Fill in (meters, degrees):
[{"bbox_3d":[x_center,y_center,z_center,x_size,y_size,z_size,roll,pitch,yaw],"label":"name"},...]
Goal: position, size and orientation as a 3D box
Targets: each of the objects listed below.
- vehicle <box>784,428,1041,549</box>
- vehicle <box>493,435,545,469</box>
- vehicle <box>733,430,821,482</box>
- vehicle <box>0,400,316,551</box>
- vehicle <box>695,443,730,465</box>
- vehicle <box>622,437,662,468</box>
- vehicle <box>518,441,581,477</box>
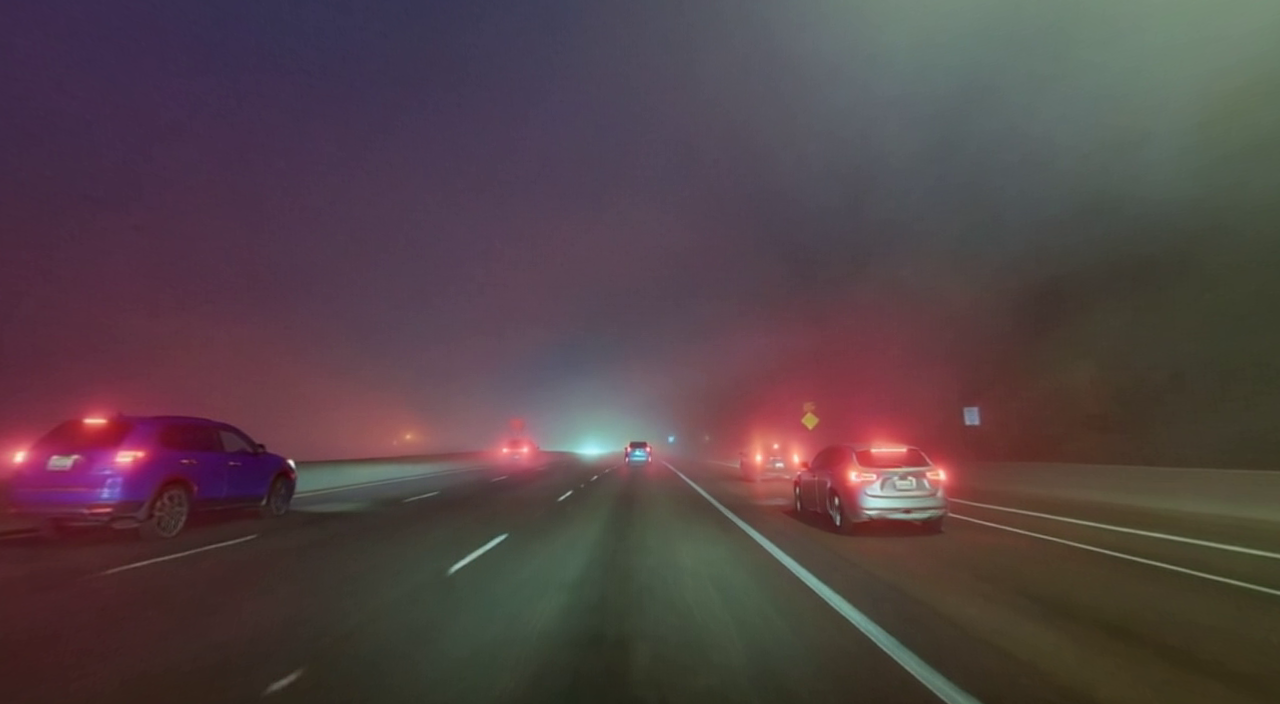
[{"bbox_3d":[3.955,2.066,10.236,2.141,1.507,4.510,0,-9,0],"label":"vehicle"},{"bbox_3d":[-6.896,5.750,36.375,2.111,1.811,4.391,0,-9,1],"label":"vehicle"},{"bbox_3d":[5.029,3.902,23.763,2.335,1.759,4.297,0,-9,0],"label":"vehicle"},{"bbox_3d":[-7.498,1.866,10.099,2.142,1.849,4.566,0,-9,0],"label":"vehicle"},{"bbox_3d":[4.986,7.084,43.836,1.944,1.465,4.245,0,-9,0],"label":"vehicle"},{"bbox_3d":[0.104,5.794,36.333,2.158,1.706,4.219,0,-9,-1],"label":"vehicle"},{"bbox_3d":[-3.880,4.689,27.767,2.071,1.478,4.130,0,-9,1],"label":"vehicle"}]
